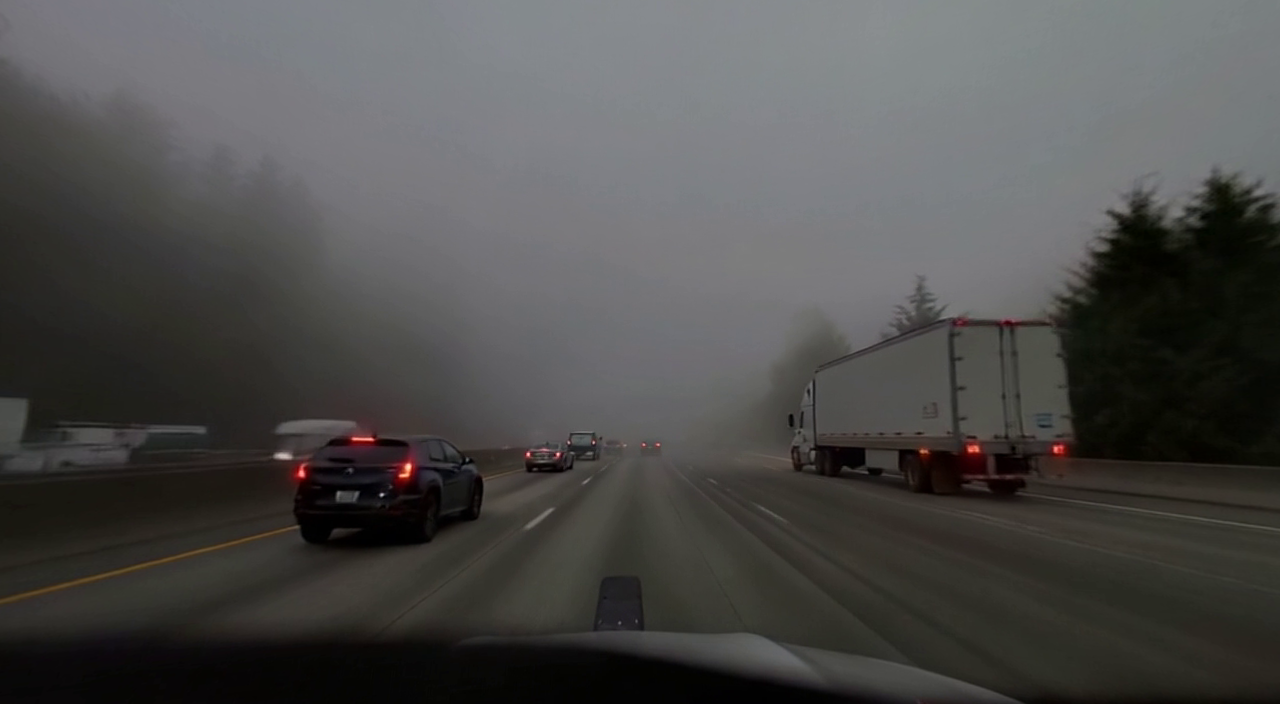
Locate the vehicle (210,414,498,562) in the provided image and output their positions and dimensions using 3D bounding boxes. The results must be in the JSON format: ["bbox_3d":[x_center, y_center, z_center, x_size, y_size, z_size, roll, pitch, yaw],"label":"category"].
[{"bbox_3d":[-3.645,1.790,9.132,2.137,1.618,4.209,0,-8,1],"label":"vehicle"}]

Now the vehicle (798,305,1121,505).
[{"bbox_3d":[8.238,1.981,19.932,2.866,4.100,14.057,0,-8,0],"label":"vehicle"}]

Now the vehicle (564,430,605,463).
[{"bbox_3d":[-3.300,5.723,38.362,2.064,1.826,4.263,0,-8,1],"label":"vehicle"}]

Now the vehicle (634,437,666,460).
[{"bbox_3d":[0.643,6.456,42.431,2.004,1.465,3.842,0,-8,0],"label":"vehicle"}]

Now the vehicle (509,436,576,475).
[{"bbox_3d":[-3.897,4.185,25.881,2.013,1.460,4.027,0,-8,1],"label":"vehicle"}]

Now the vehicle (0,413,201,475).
[{"bbox_3d":[-27.712,4.719,32.789,2.707,2.733,9.393,0,-8,2],"label":"vehicle"}]
